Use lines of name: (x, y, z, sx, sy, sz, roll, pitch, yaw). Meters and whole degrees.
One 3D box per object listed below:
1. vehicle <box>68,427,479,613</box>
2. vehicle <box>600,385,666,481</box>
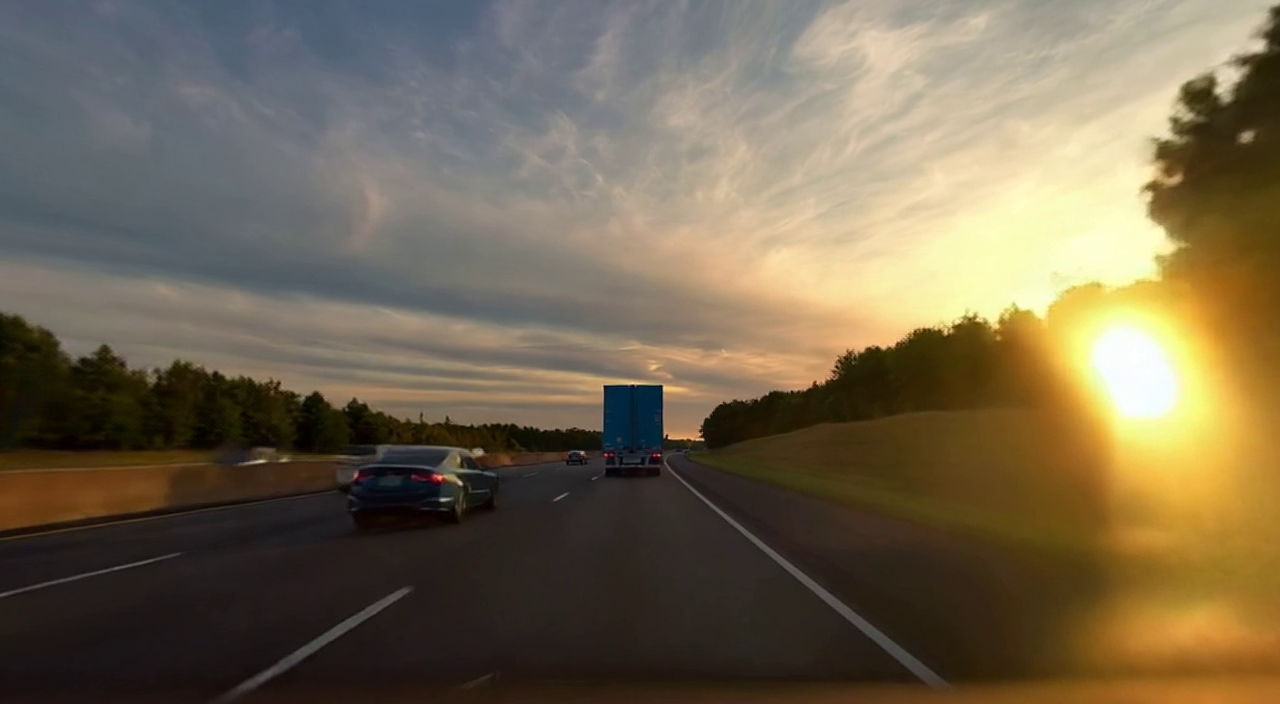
vehicle: (-3.506, 1.688, 7.320, 2.092, 1.465, 4.448, 0, -9, 0)
vehicle: (-0.160, 4.591, 34.667, 2.851, 4.098, 14.436, -1, -9, 1)
